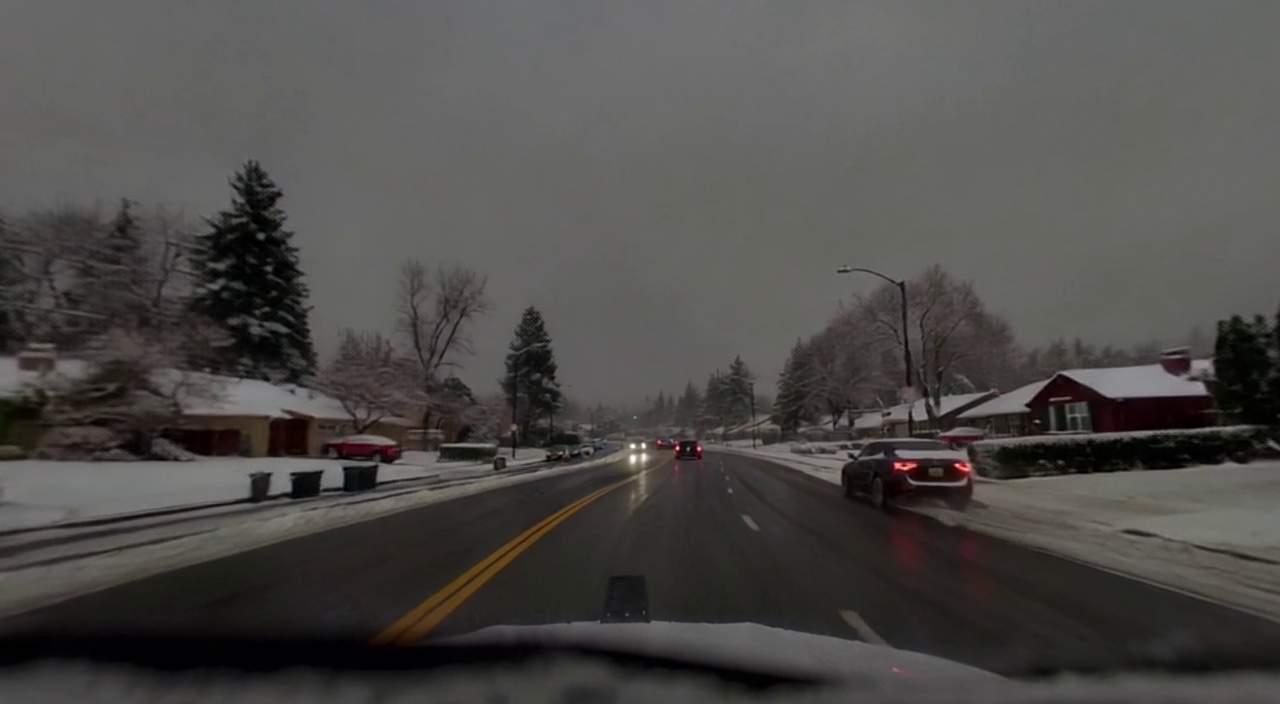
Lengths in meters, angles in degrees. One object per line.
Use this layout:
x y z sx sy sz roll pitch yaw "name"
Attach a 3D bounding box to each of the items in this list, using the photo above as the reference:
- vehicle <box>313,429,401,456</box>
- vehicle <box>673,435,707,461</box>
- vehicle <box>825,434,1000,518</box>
-16.849 5.417 37.632 4.377 1.570 1.871 -1 -8 4 "vehicle"
3.380 6.588 43.135 2.106 1.667 4.367 0 -8 2 "vehicle"
5.608 2.584 13.686 1.934 1.506 4.282 0 -8 1 "vehicle"
